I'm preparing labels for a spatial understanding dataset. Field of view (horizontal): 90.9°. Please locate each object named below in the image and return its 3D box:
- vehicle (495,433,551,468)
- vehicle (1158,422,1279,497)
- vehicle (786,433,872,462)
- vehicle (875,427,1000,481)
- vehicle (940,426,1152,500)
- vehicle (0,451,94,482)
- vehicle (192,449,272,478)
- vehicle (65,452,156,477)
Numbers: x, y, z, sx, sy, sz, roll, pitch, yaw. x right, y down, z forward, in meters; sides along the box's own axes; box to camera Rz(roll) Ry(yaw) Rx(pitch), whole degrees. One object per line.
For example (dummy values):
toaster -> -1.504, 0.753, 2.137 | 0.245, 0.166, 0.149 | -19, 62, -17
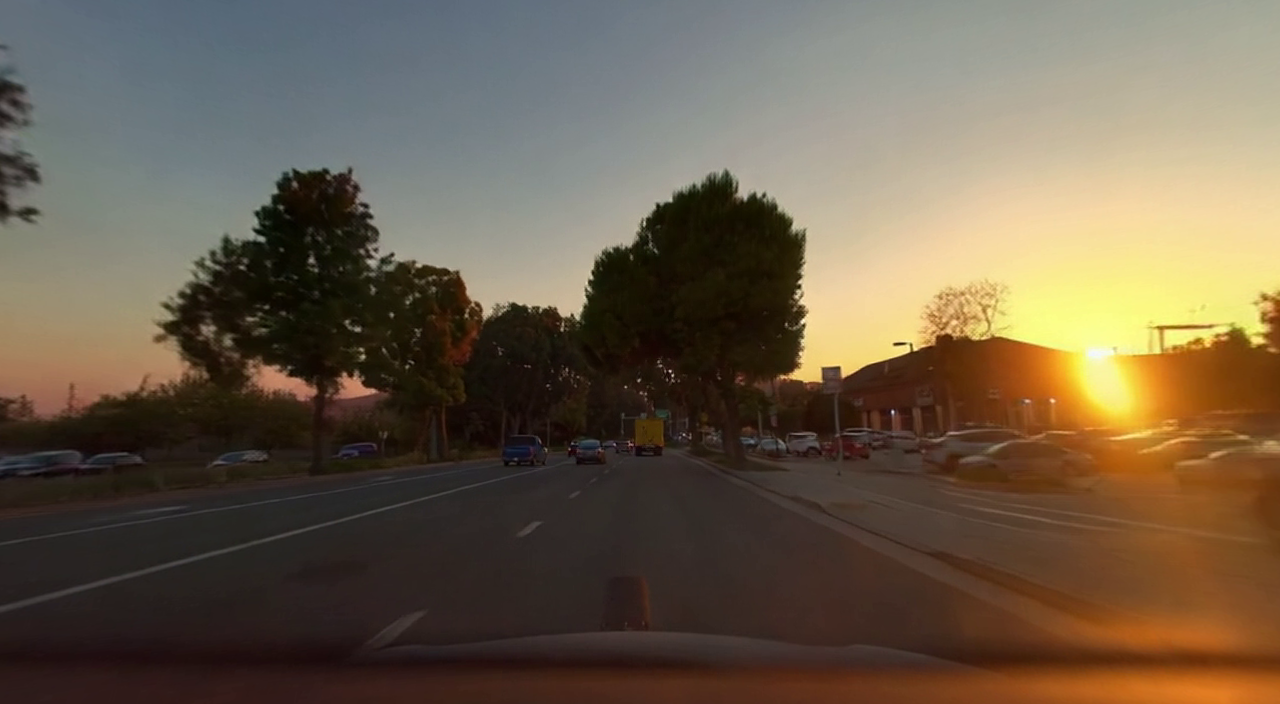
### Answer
vehicle -> -6.783, 5.753, 37.034 | 2.149, 1.893, 5.187 | 0, -8, 2
vehicle -> 14.857, 2.492, 14.789 | 1.956, 1.591, 4.080 | 0, -8, 2
vehicle -> 11.528, 5.843, 38.694 | 4.655, 1.688, 1.876 | 0, -8, 1
vehicle -> 9.526, 3.316, 20.631 | 1.956, 1.551, 4.439 | 0, -8, 1
vehicle -> 9.491, 2.632, 15.360 | 2.097, 1.497, 4.685 | 0, -8, 1
vehicle -> -33.460, 6.318, 34.849 | 4.462, 1.613, 2.046 | 0, -8, -1
vehicle -> -25.929, 7.081, 40.274 | 1.918, 1.687, 4.653 | 0, -8, 1
vehicle -> -33.560, 7.145, 40.023 | 4.071, 1.495, 1.741 | 0, -8, -2
